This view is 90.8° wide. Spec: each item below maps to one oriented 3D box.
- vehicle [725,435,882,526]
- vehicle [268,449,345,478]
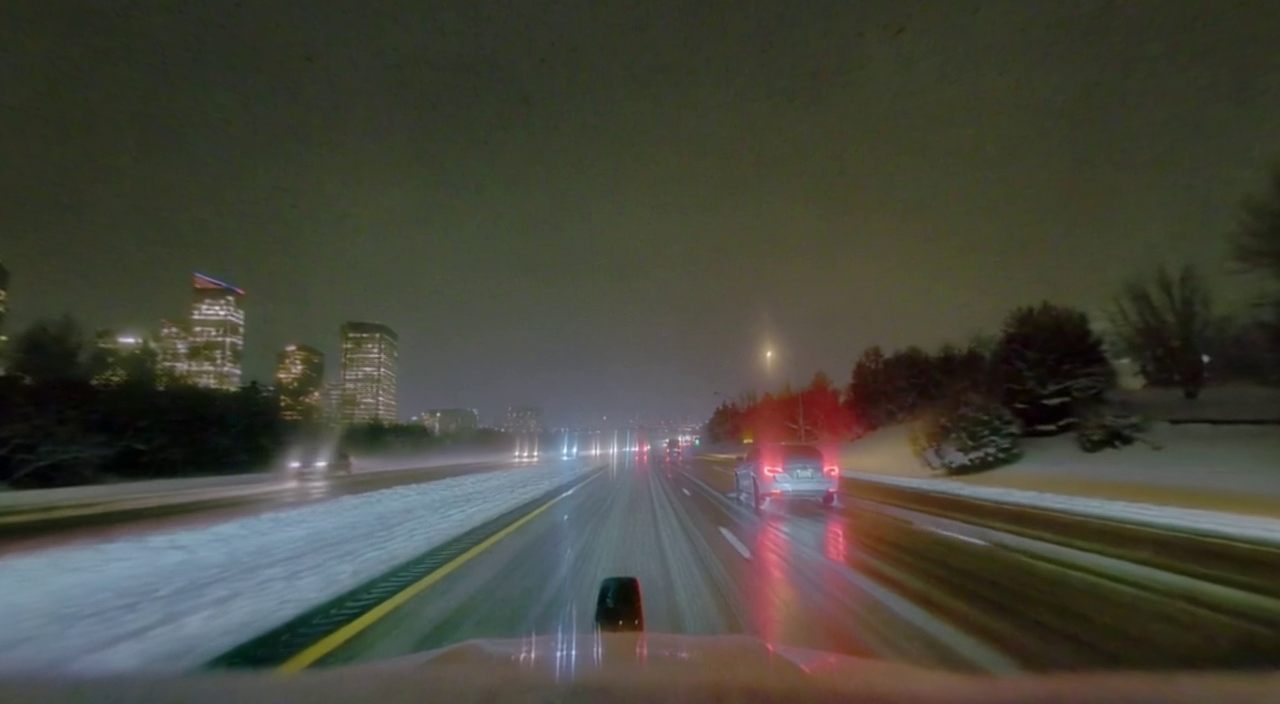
[{"bbox_3d":[3.113,2.548,13.170,1.982,1.533,4.612,0,-9,-1],"label":"vehicle"},{"bbox_3d":[-20.092,6.700,38.288,1.976,1.589,4.669,0,-9,2],"label":"vehicle"}]
